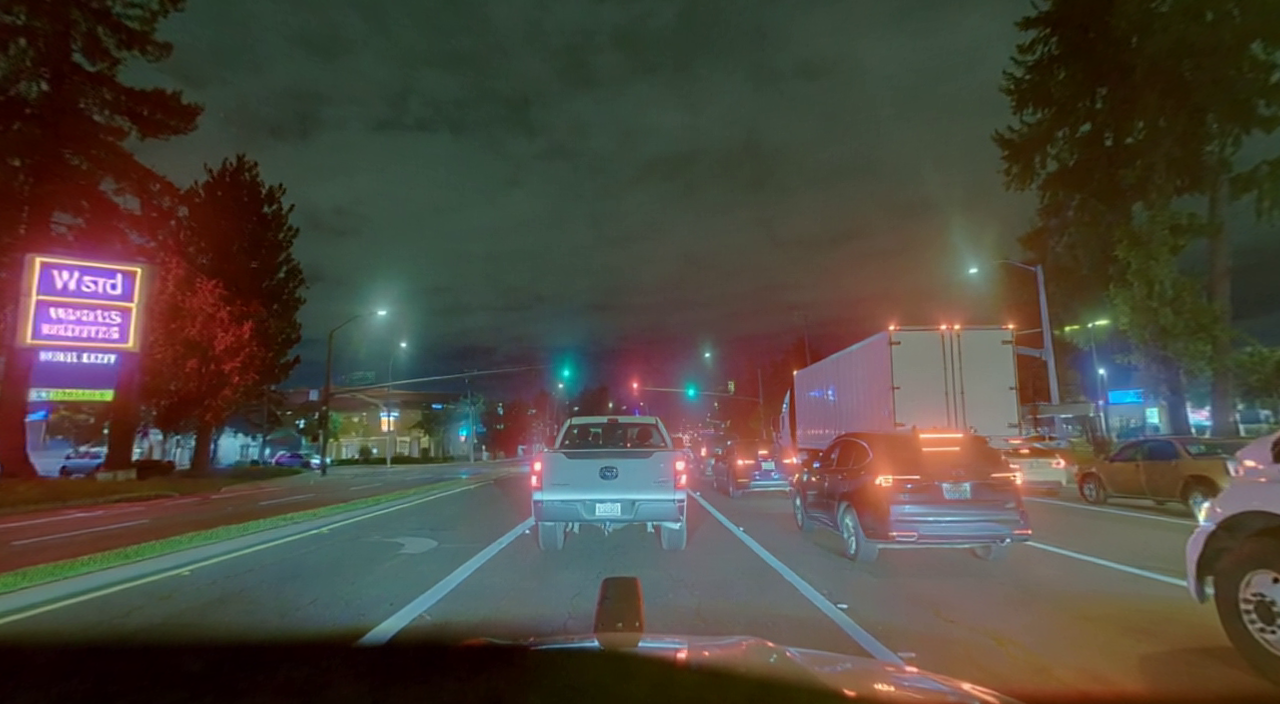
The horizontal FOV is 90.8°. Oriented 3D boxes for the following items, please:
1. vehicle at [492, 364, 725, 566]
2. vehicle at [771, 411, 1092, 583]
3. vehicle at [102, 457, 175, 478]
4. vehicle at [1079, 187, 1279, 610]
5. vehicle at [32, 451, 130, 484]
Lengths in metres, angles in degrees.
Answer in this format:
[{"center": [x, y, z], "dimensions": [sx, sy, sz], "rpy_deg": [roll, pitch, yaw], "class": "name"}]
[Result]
[{"center": [-0.360, 1.598, 9.464], "dimensions": [2.499, 2.183, 5.111], "rpy_deg": [0, -9, 0], "class": "vehicle"}, {"center": [3.230, 1.729, 8.431], "dimensions": [1.905, 1.587, 4.998], "rpy_deg": [0, -9, 0], "class": "vehicle"}, {"center": [-38.188, 8.793, 48.126], "dimensions": [4.150, 1.474, 1.826], "rpy_deg": [-1, -9, 6], "class": "vehicle"}, {"center": [6.517, 0.114, 3.378], "dimensions": [2.802, 3.322, 7.429], "rpy_deg": [0, -9, -1], "class": "vehicle"}, {"center": [-28.553, 5.894, 32.442], "dimensions": [1.730, 1.534, 3.922], "rpy_deg": [1, -9, -8], "class": "vehicle"}]
